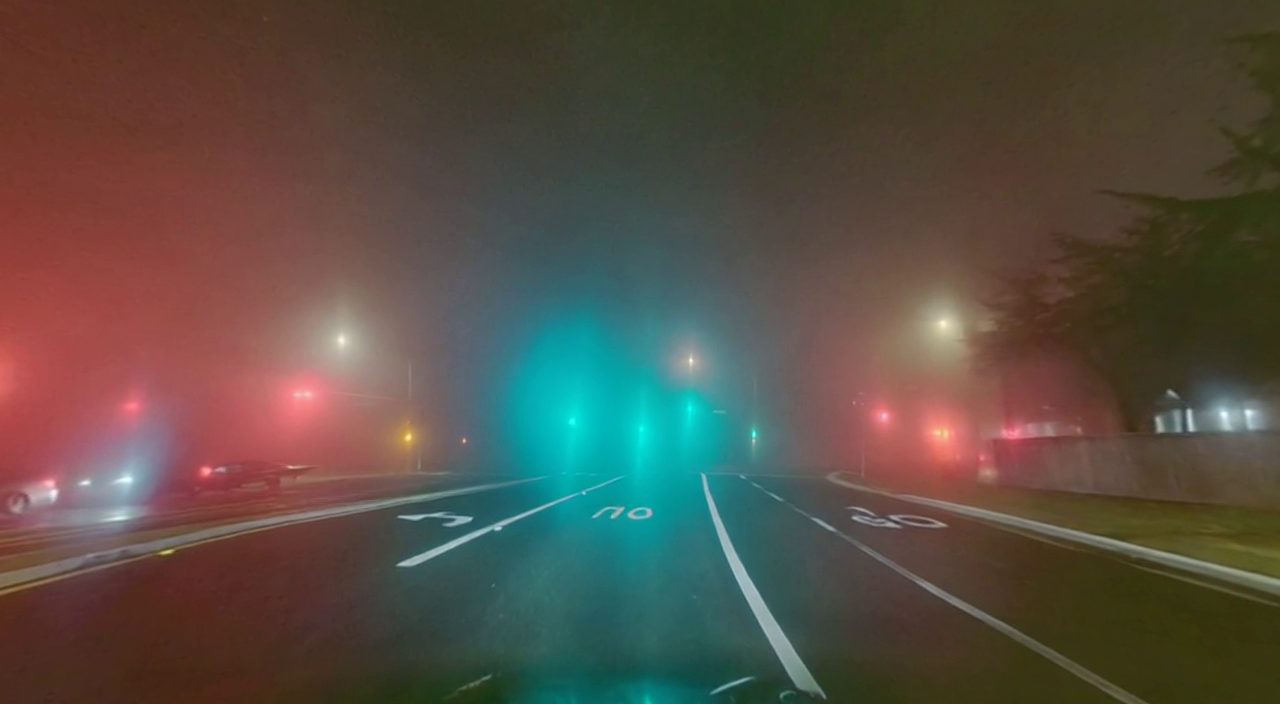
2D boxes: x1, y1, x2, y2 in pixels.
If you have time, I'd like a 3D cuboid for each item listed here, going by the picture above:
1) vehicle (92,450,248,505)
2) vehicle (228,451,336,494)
[{"bbox_3d":[-18.034,4.775,24.553,2.148,1.856,4.632,-1,-8,7],"label":"vehicle"},{"bbox_3d":[-17.155,5.752,30.547,2.050,1.697,4.838,-5,-8,6],"label":"vehicle"}]
